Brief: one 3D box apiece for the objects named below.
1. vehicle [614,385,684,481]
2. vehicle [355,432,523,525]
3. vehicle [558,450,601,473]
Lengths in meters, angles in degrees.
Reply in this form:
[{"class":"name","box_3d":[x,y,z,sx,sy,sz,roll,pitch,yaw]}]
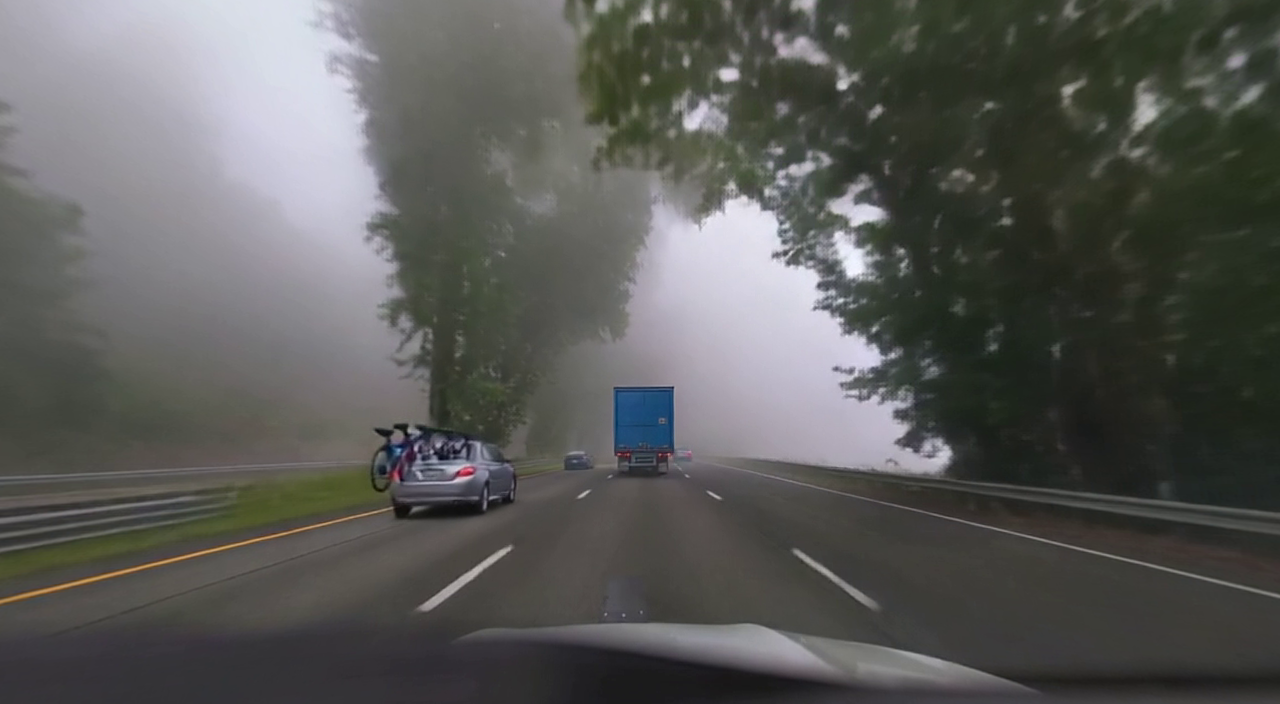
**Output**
[{"class":"vehicle","box_3d":[0.451,3.952,29.989,2.821,3.878,8.925,0,-9,1]},{"class":"vehicle","box_3d":[-4.031,2.624,13.630,2.018,1.632,4.722,0,-9,1]},{"class":"vehicle","box_3d":[-3.840,7.065,40.822,2.133,1.358,4.870,0,-9,2]}]
